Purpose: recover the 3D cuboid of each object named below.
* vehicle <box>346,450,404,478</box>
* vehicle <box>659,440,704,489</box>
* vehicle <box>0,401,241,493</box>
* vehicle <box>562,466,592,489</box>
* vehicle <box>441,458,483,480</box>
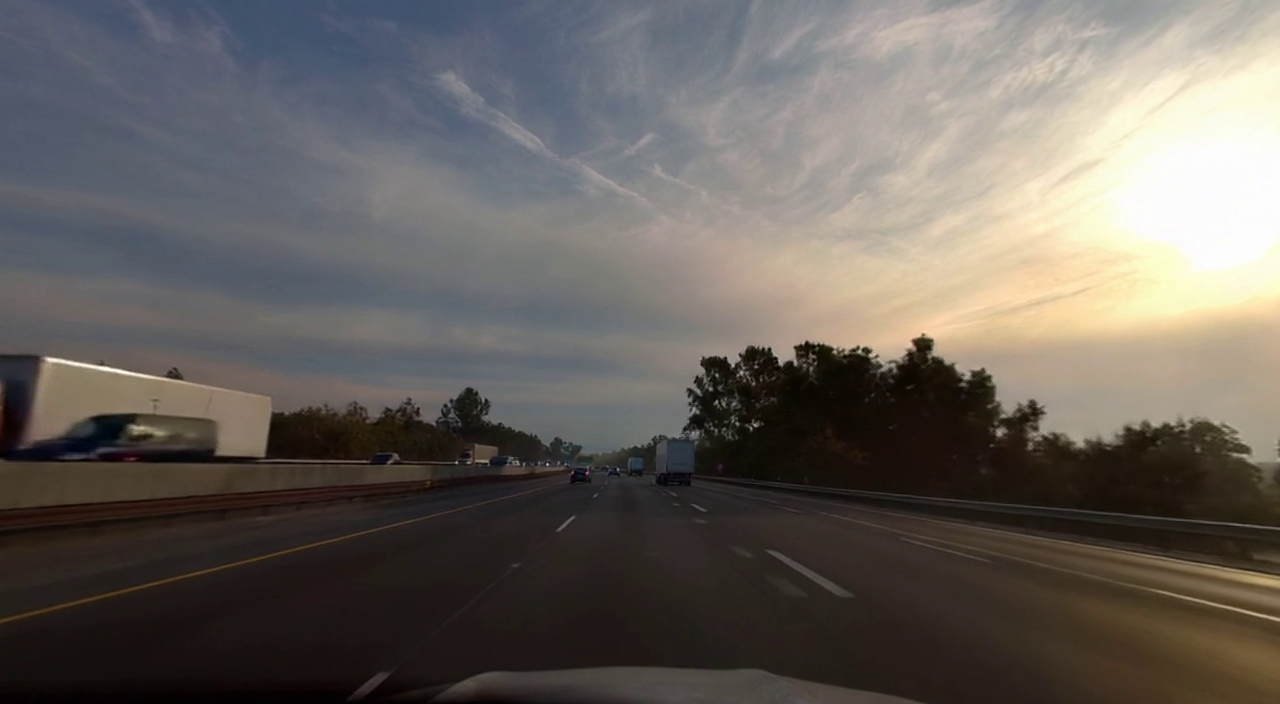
[{"bbox_3d":[-16.175,6.889,38.656,1.854,1.582,3.969,1,-11,-2],"label":"vehicle"},{"bbox_3d":[3.097,8.770,49.172,2.738,3.456,7.520,1,-11,-2],"label":"vehicle"},{"bbox_3d":[-12.030,2.305,14.807,2.058,1.786,4.890,1,-11,-1],"label":"vehicle"},{"bbox_3d":[-4.381,8.823,44.302,1.868,1.485,3.770,1,-11,-2],"label":"vehicle"},{"bbox_3d":[-12.584,8.303,44.768,1.850,1.415,4.233,1,-11,-2],"label":"vehicle"}]
